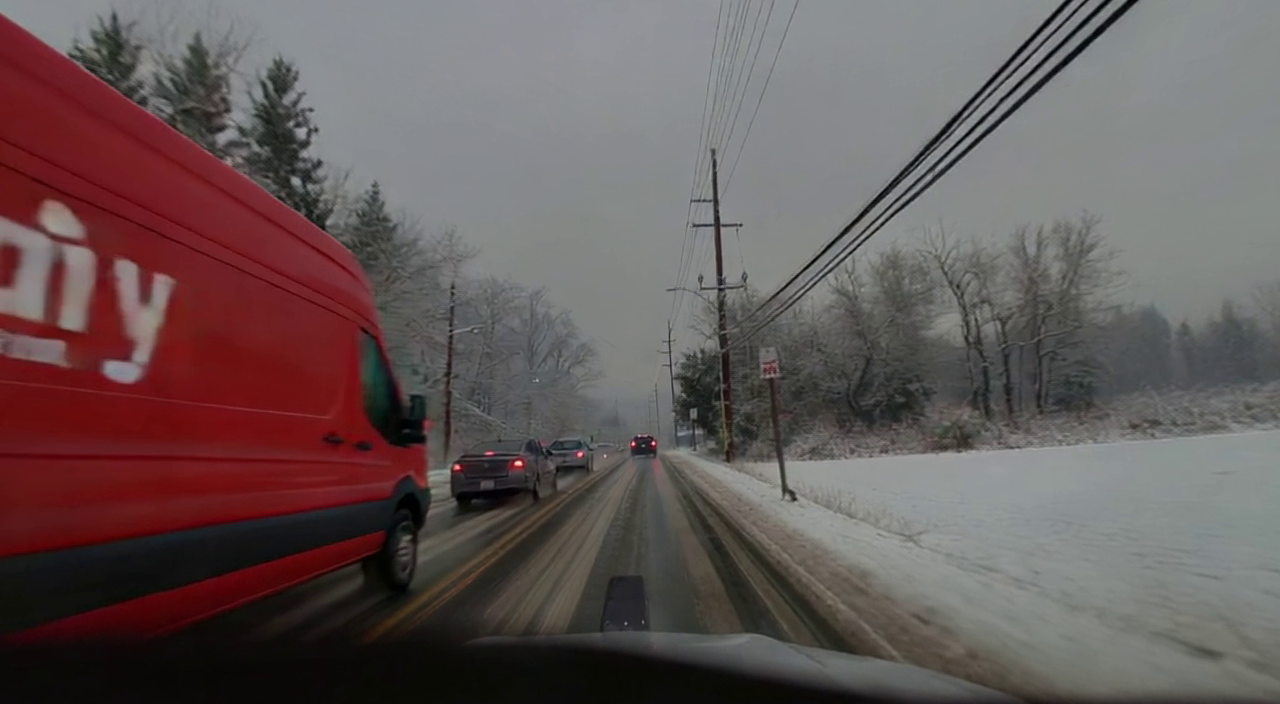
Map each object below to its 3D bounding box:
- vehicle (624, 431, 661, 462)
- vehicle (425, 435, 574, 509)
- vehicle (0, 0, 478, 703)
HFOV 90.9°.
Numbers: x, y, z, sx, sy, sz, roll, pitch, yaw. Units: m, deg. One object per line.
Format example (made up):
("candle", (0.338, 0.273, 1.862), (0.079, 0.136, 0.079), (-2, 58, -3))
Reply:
("vehicle", (0.231, 6.061, 40.436), (2.241, 1.912, 4.095), (0, -8, 2))
("vehicle", (-3.106, 2.788, 15.247), (2.260, 1.465, 4.972), (-1, -8, 3))
("vehicle", (-3.437, 0.188, 2.904), (2.818, 3.181, 9.114), (0, -8, 1))
